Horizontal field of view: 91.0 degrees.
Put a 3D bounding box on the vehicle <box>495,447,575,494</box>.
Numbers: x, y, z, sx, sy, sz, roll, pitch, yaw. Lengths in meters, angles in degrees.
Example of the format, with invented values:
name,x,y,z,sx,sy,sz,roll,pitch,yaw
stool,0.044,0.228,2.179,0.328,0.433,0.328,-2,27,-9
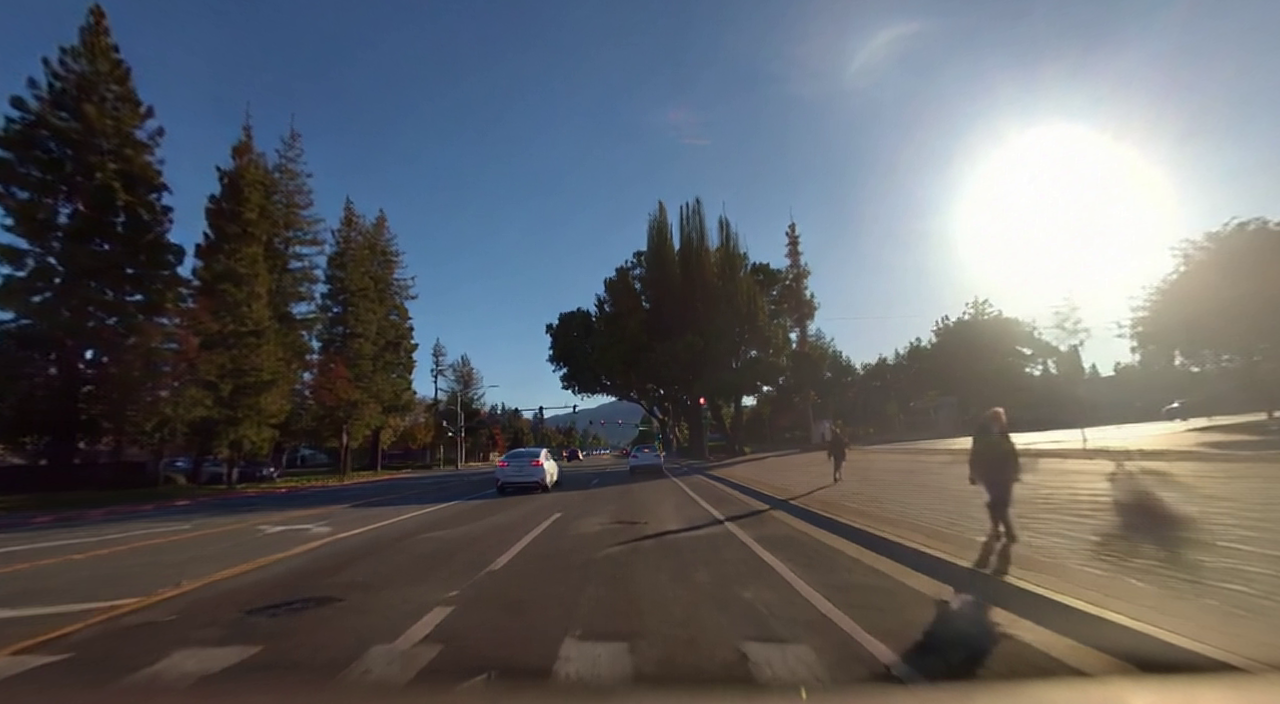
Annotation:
name,x,y,z,sx,sy,sz,roll,pitch,yaw
vehicle,-3.514,4.029,21.884,2.036,1.447,4.044,0,-8,1

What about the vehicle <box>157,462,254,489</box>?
name,x,y,z,sx,sy,sz,roll,pitch,yaw
vehicle,-25.289,7.210,36.772,4.182,1.444,1.884,0,-8,-4

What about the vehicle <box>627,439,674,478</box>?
name,x,y,z,sx,sy,sz,roll,pitch,yaw
vehicle,0.446,5.300,31.621,2.215,1.799,4.426,0,-8,-1
